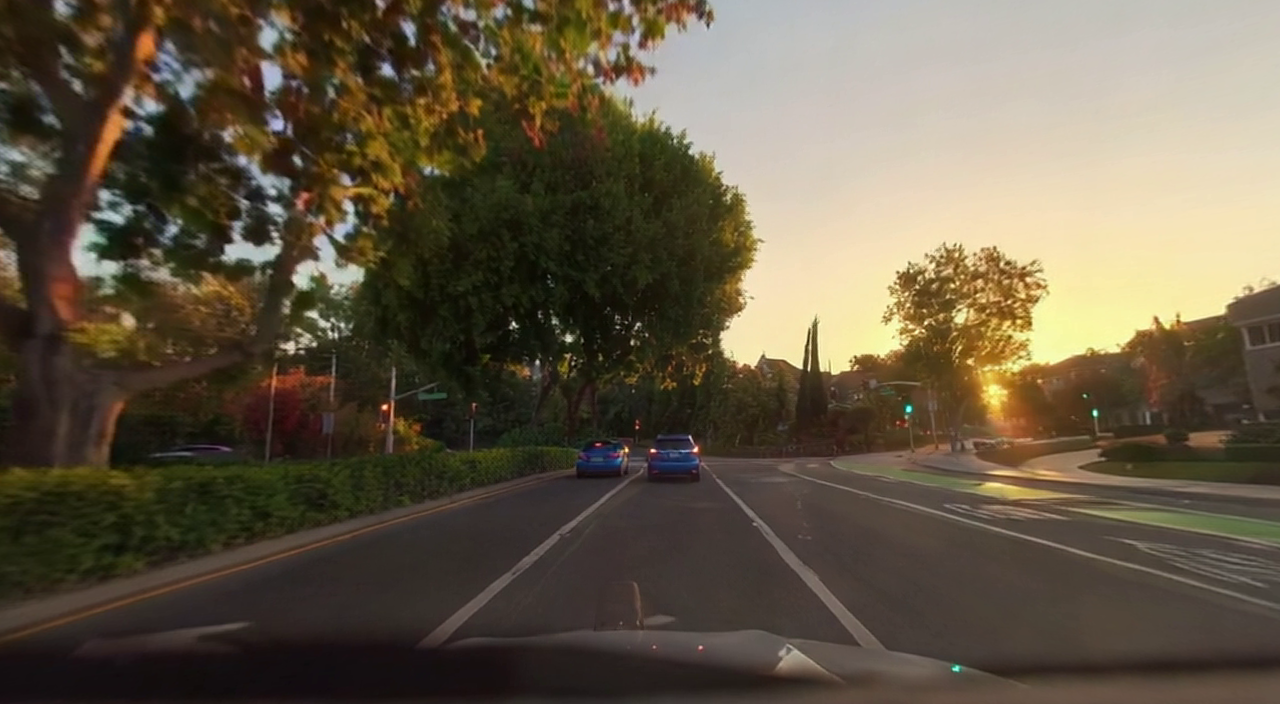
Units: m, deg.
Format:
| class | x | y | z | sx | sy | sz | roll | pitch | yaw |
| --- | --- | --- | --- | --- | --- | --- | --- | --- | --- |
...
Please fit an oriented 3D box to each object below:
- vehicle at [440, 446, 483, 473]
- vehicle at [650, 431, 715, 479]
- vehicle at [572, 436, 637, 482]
| class | x | y | z | sx | sy | sz | roll | pitch | yaw |
| --- | --- | --- | --- | --- | --- | --- | --- | --- | --- |
| vehicle | -12.403 | 7.395 | 43.766 | 2.005 | 1.702 | 4.697 | 3 | -9 | -26 |
| vehicle | 1.606 | 3.983 | 24.655 | 2.286 | 1.701 | 4.395 | 0 | -8 | 2 |
| vehicle | -1.182 | 3.835 | 22.908 | 1.923 | 1.498 | 3.887 | -1 | -8 | 3 |
